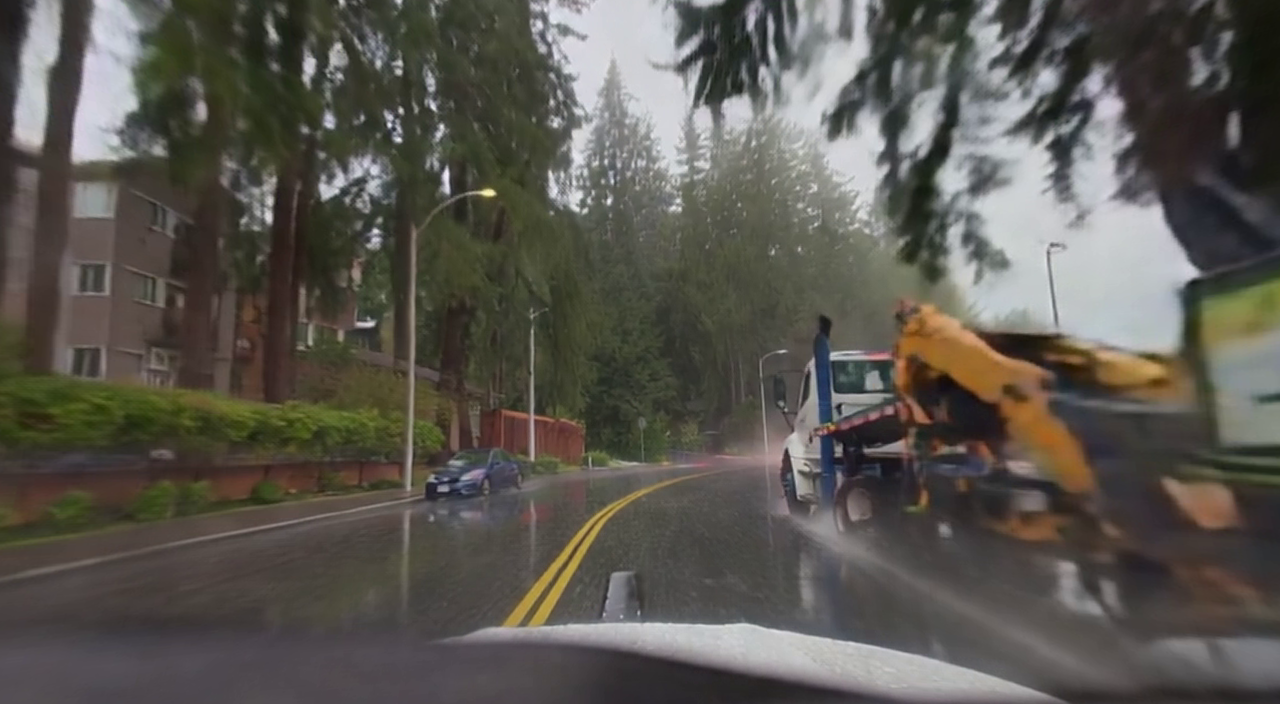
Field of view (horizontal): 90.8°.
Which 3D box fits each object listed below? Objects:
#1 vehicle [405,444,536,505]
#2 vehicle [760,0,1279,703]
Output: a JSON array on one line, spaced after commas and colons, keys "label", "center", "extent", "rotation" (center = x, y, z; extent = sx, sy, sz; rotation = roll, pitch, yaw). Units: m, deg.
[{"label": "vehicle", "center": [-4.606, 3.368, 17.922], "extent": [1.930, 1.487, 4.213], "rotation": [-2, -8, 10]}, {"label": "vehicle", "center": [3.880, 0.778, 6.572], "extent": [2.834, 3.143, 12.517], "rotation": [0, -10, 0]}]
